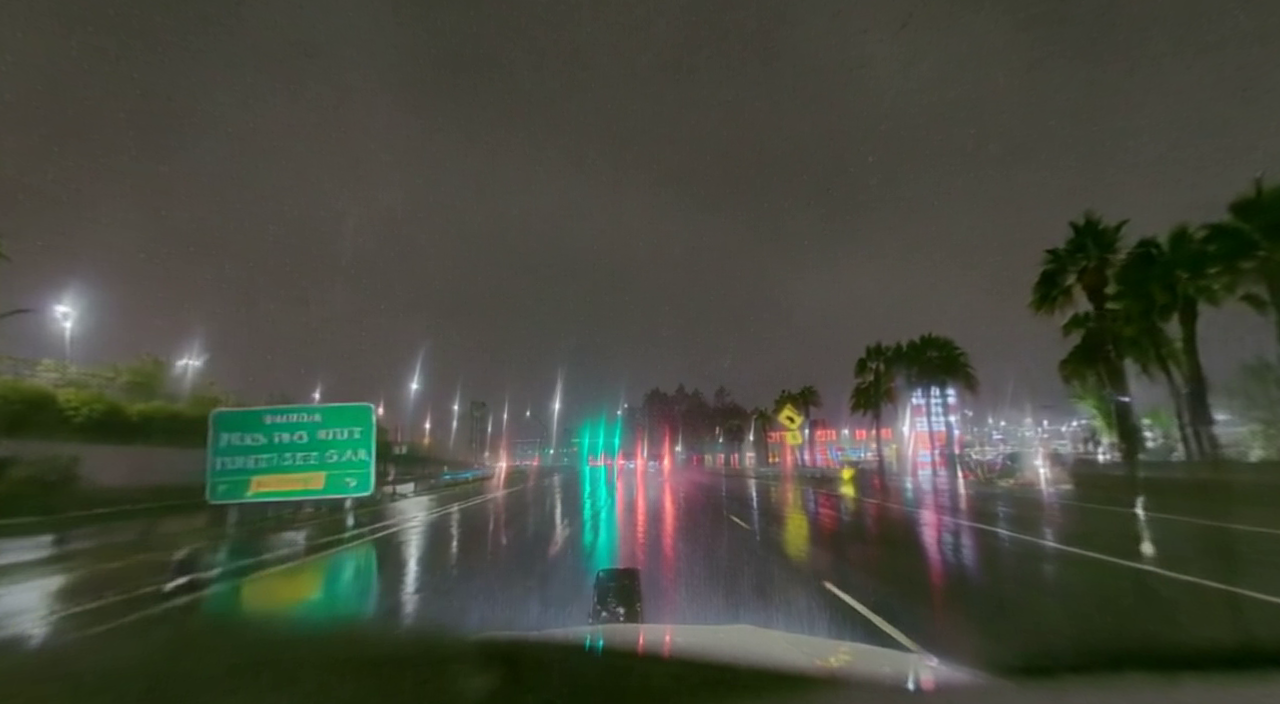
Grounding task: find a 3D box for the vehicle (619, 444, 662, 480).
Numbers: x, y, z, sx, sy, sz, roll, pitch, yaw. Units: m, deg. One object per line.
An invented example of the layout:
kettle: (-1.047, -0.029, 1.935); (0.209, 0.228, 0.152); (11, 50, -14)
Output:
vehicle: (-0.022, 5.652, 32.621); (2.089, 1.718, 4.193); (0, -9, -1)
